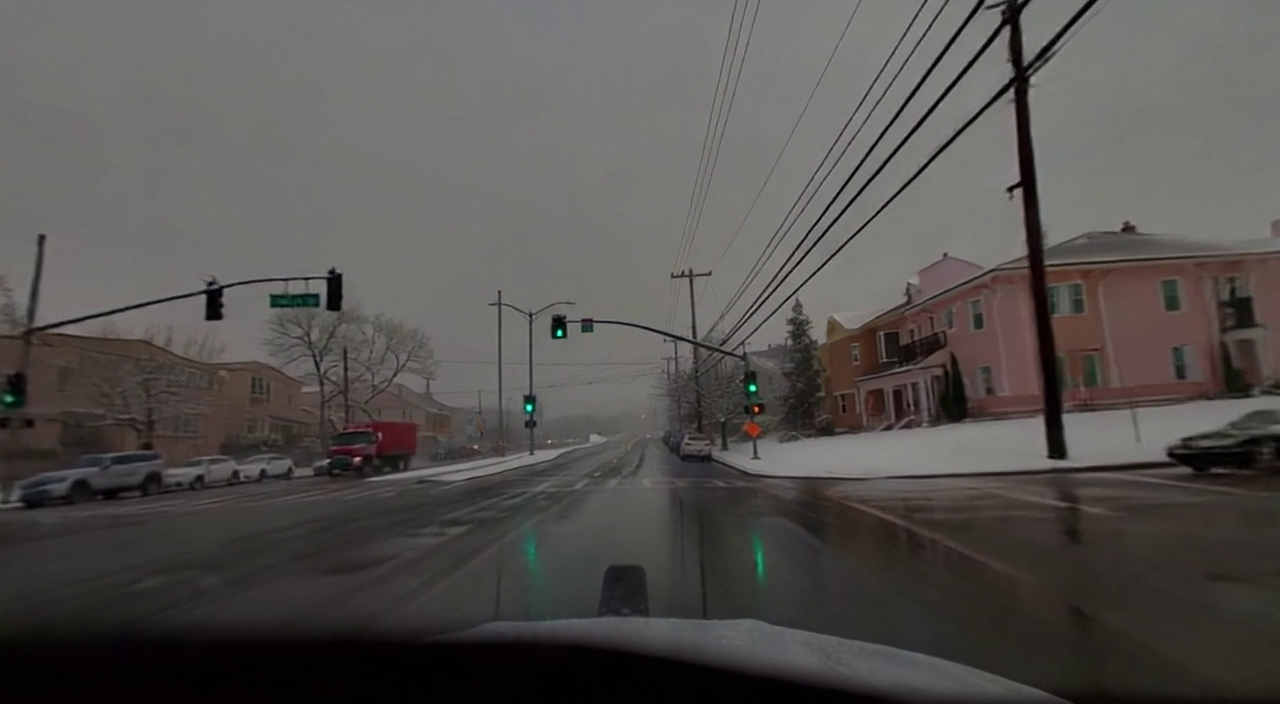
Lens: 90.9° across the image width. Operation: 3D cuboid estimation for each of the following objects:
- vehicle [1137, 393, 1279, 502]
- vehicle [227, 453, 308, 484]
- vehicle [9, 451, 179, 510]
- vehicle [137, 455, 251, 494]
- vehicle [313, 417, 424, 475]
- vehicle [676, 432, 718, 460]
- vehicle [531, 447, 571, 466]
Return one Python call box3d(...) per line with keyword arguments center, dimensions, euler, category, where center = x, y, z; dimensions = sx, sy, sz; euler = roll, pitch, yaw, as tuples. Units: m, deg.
box3d(center=(11.956, 1.520, 10.912), dimensions=(4.816, 1.501, 2.296), euler=(-2, -1, 1), category="vehicle")
box3d(center=(-19.127, 5.985, 32.548), dimensions=(1.672, 1.428, 4.062), euler=(0, -9, 0), category="vehicle")
box3d(center=(-19.320, 4.497, 22.653), dimensions=(2.071, 1.840, 4.528), euler=(0, -9, -1), category="vehicle")
box3d(center=(-19.261, 5.290, 27.526), dimensions=(1.751, 1.487, 4.514), euler=(0, -9, -1), category="vehicle")
box3d(center=(-16.057, 5.701, 38.132), dimensions=(2.979, 3.071, 7.978), euler=(-1, -9, 1), category="vehicle")
box3d(center=(3.142, 5.330, 35.714), dimensions=(1.986, 1.491, 4.500), euler=(0, -9, 0), category="vehicle")
box3d(center=(-5.901, 6.915, 41.968), dimensions=(1.925, 1.016, 2.951), euler=(-3, -6, 6), category="vehicle")
